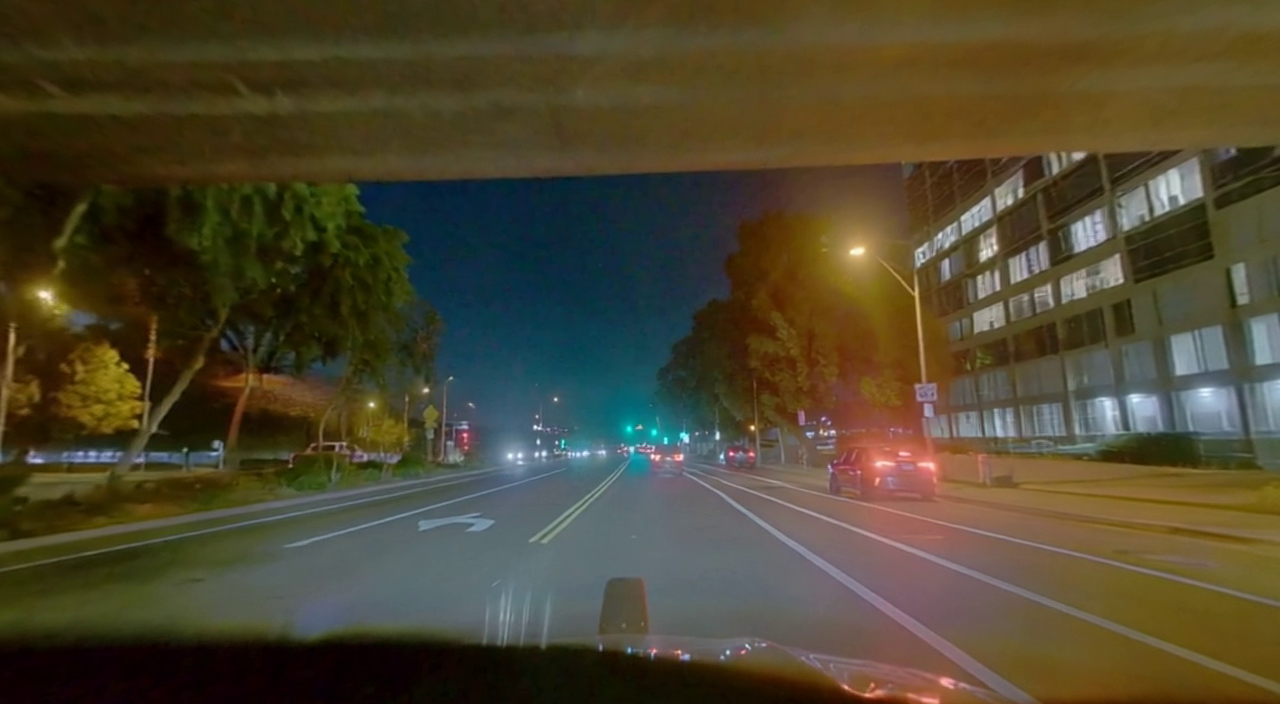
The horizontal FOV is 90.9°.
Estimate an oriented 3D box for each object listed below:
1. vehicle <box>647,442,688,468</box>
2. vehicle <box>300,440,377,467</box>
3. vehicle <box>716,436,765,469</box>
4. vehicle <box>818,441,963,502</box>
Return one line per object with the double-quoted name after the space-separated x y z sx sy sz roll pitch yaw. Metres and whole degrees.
1.605 6.312 38.750 2.280 1.475 4.051 0 -8 -1 "vehicle"
-20.741 6.975 43.511 4.335 1.772 1.927 1 -9 -5 "vehicle"
6.203 6.250 39.508 2.154 1.915 4.908 0 -9 -2 "vehicle"
6.629 3.197 17.348 2.035 1.435 4.481 0 -9 -2 "vehicle"
